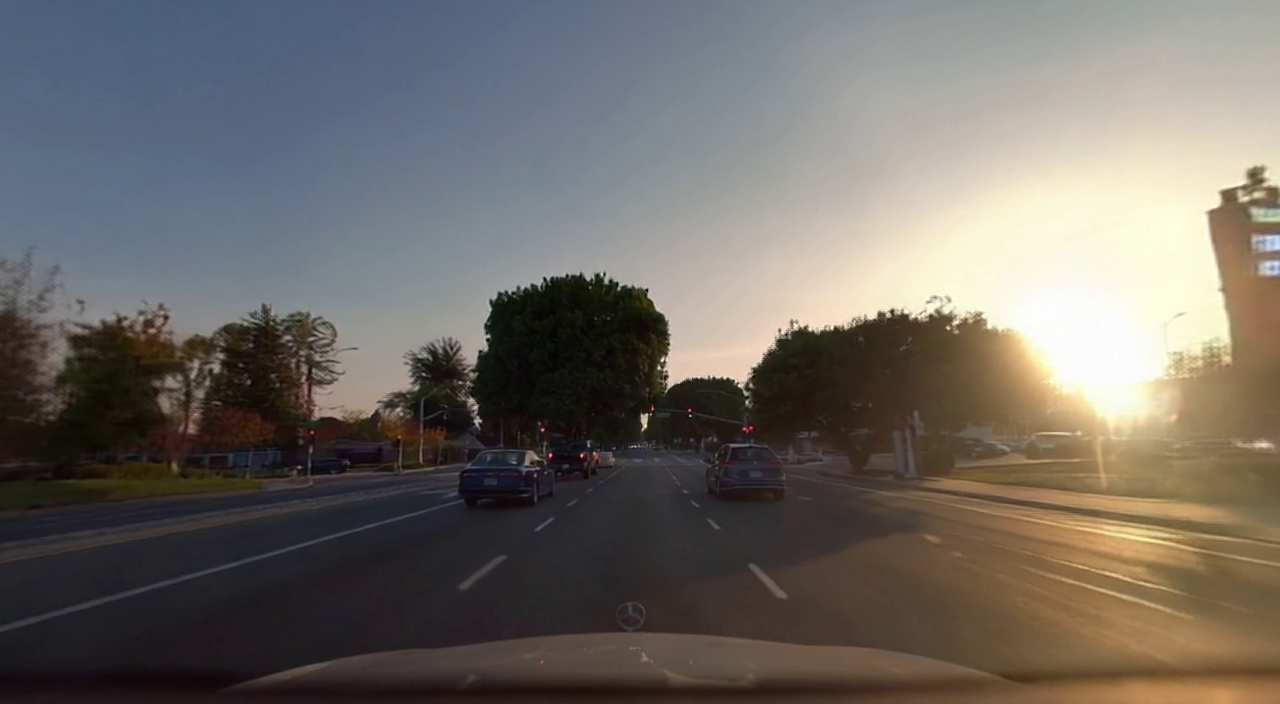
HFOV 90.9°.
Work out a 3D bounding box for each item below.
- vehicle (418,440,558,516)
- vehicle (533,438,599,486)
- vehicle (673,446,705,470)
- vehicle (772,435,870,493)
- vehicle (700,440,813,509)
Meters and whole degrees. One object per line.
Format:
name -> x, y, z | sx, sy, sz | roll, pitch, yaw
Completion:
vehicle -> -3.371, 2.901, 15.070 | 2.087, 1.494, 4.626 | 0, -9, 2
vehicle -> -3.017, 4.616, 26.807 | 2.187, 1.825, 4.621 | 0, -9, 1
vehicle -> 3.469, 7.623, 45.394 | 2.030, 1.628, 4.080 | 0, -9, 0
vehicle -> 5.940, 3.720, 21.334 | 1.979, 1.738, 4.418 | 0, -9, 0
vehicle -> 2.771, 3.029, 16.068 | 2.004, 1.512, 4.206 | 0, -9, -1
